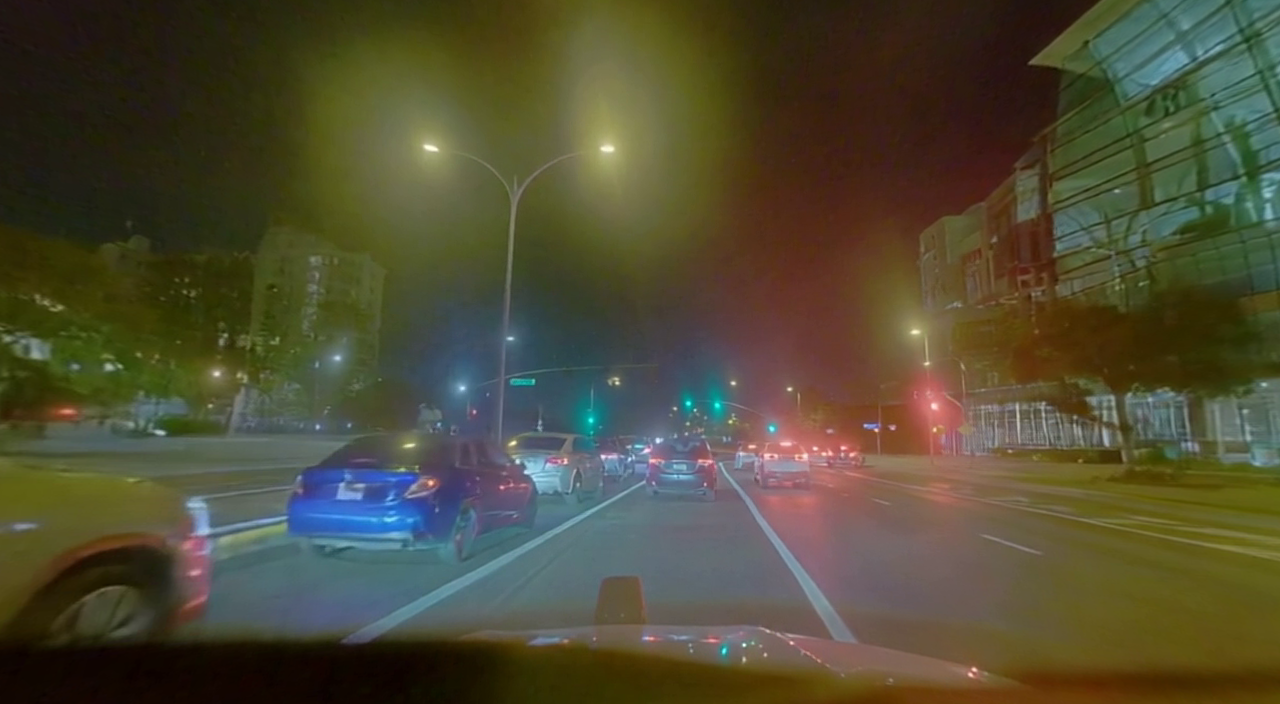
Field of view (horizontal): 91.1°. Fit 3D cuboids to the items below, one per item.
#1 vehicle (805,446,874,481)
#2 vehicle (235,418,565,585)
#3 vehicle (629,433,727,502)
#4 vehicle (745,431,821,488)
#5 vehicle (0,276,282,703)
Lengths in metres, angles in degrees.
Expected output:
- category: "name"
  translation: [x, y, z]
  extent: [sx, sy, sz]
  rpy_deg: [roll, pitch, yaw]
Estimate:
- category: "vehicle"
  translation: [9.359, 5.250, 29.859]
  extent: [2.120, 1.497, 4.323]
  rpy_deg: [0, -8, 4]
- category: "vehicle"
  translation: [-2.554, 1.719, 8.159]
  extent: [2.068, 1.525, 4.452]
  rpy_deg: [-1, -9, 8]
- category: "vehicle"
  translation: [1.105, 2.983, 16.716]
  extent: [2.205, 1.537, 4.895]
  rpy_deg: [-1, -8, 6]
- category: "vehicle"
  translation: [5.005, 3.837, 22.708]
  extent: [2.102, 1.815, 4.716]
  rpy_deg: [-1, -9, 6]
- category: "vehicle"
  translation: [-3.347, 0.535, 1.263]
  extent: [2.142, 1.834, 4.588]
  rpy_deg: [-1, -9, 7]
